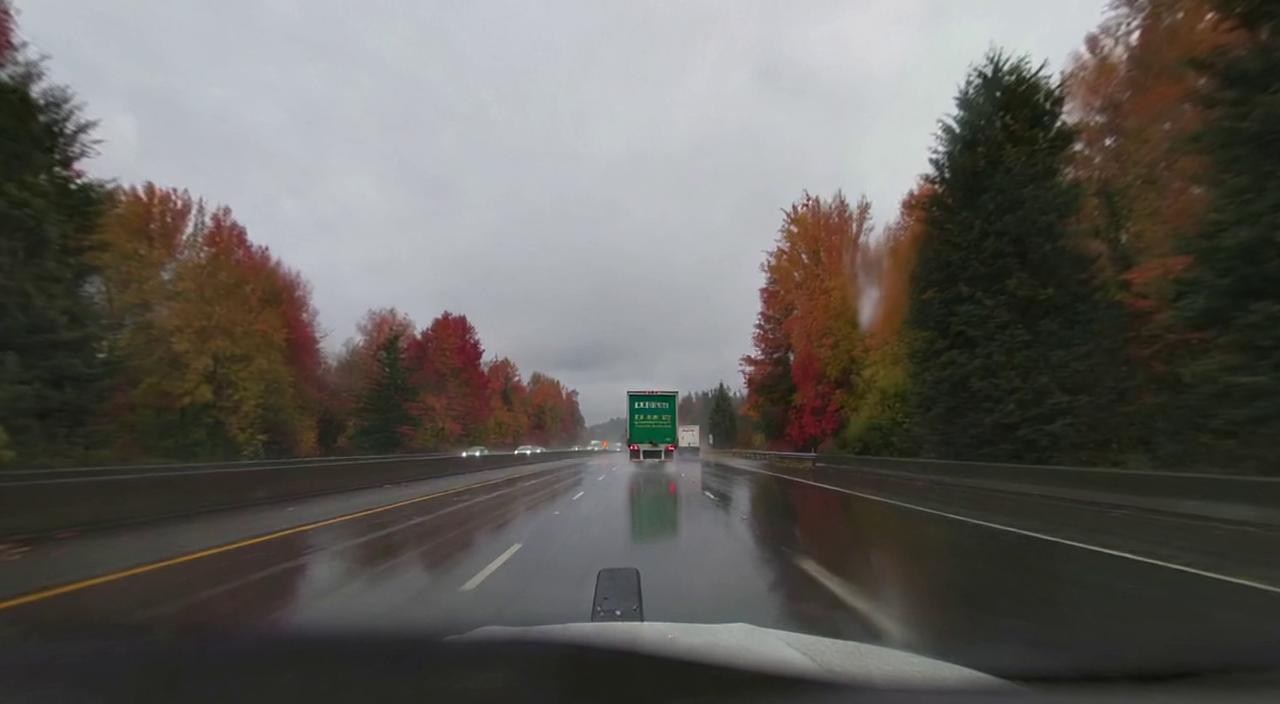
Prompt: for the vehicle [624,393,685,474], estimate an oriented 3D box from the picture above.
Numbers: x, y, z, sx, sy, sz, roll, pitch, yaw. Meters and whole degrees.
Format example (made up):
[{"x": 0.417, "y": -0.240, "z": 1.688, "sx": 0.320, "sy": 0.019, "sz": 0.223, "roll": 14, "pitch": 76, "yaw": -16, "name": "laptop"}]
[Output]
[{"x": 0.638, "y": 4.915, "z": 37.149, "sx": 3.057, "sy": 4.073, "sz": 10.792, "roll": 0, "pitch": -9, "yaw": -1, "name": "vehicle"}]
